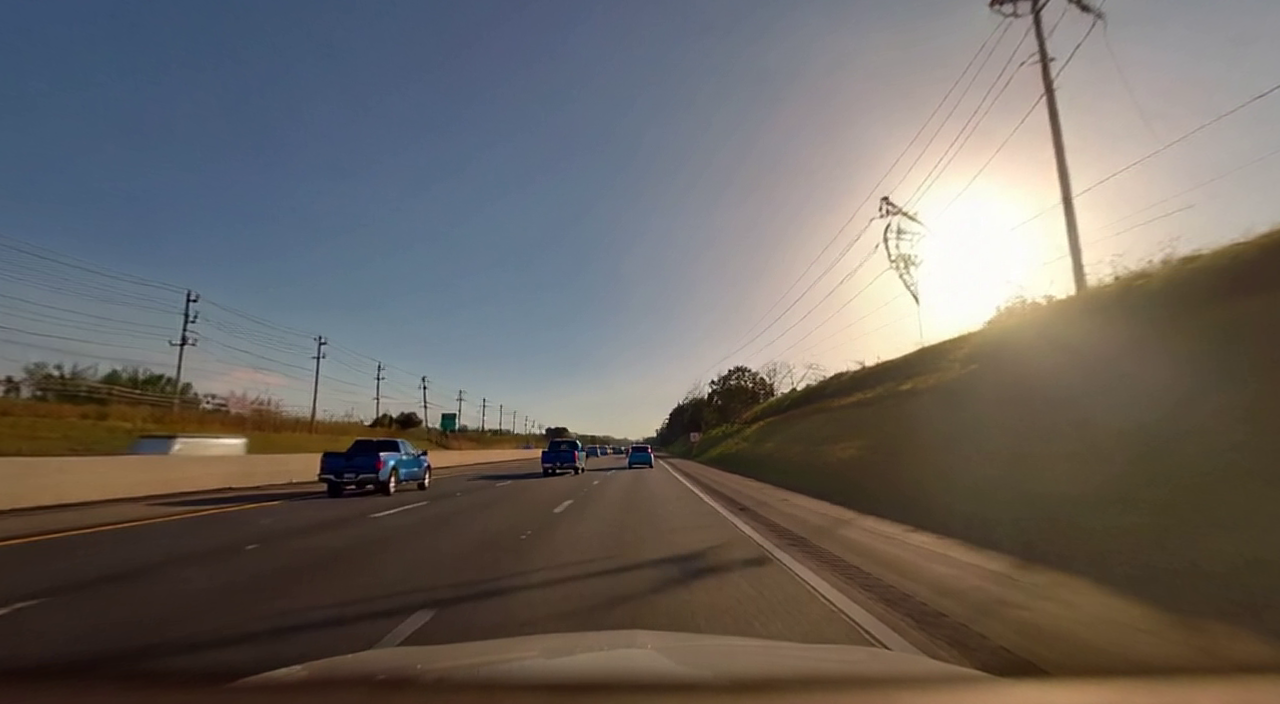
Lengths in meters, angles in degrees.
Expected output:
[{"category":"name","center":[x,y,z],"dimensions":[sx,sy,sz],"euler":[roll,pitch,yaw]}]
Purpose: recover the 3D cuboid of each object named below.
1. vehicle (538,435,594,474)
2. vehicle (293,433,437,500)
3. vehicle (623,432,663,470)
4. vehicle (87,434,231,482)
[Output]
[{"category":"vehicle","center":[-3.694,5.240,32.354],"dimensions":[2.204,1.812,5.289],"euler":[0,-9,0]},{"category":"vehicle","center":[-7.423,3.133,17.651],"dimensions":[2.013,1.609,4.446],"euler":[0,-9,0]},{"category":"vehicle","center":[0.189,6.137,39.258],"dimensions":[2.358,2.144,4.713],"euler":[0,-9,0]},{"category":"vehicle","center":[-21.065,4.650,28.043],"dimensions":[2.146,1.906,5.388],"euler":[0,-9,0]}]
